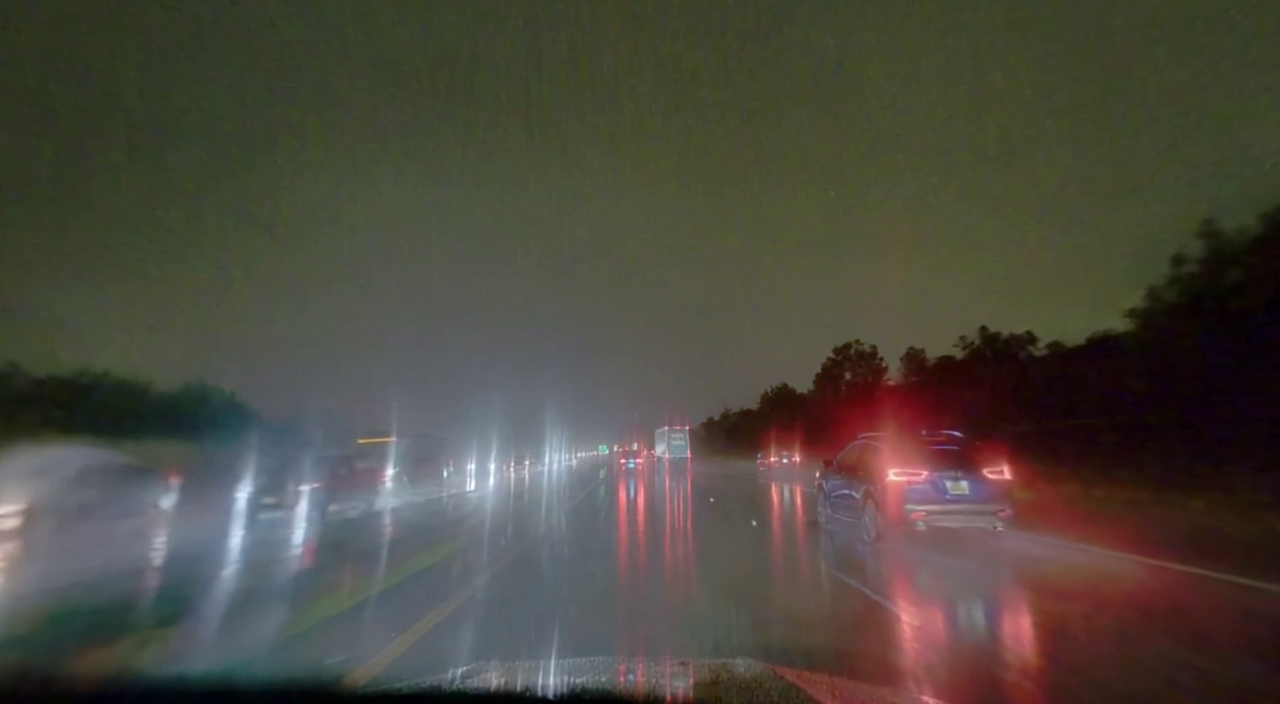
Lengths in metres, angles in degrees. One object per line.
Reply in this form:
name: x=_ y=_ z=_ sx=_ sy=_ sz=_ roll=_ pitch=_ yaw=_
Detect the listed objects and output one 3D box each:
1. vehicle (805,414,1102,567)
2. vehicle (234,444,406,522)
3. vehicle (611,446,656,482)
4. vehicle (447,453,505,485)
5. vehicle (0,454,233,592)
vehicle: x=4.083 y=1.877 z=9.216 sx=2.077 sy=1.673 sz=4.267 roll=0 pitch=-9 yaw=-1
vehicle: x=-7.832 y=3.218 z=15.994 sx=1.987 sy=1.663 sz=4.580 roll=0 pitch=-9 yaw=0
vehicle: x=-0.325 y=5.200 z=29.420 sx=1.971 sy=1.518 sz=4.108 roll=0 pitch=-9 yaw=-1
vehicle: x=-8.214 y=5.869 z=31.750 sx=1.850 sy=1.476 sz=4.085 roll=0 pitch=-9 yaw=-1
vehicle: x=-8.008 y=2.248 z=8.992 sx=1.795 sy=1.493 sz=3.786 roll=0 pitch=-9 yaw=-1
